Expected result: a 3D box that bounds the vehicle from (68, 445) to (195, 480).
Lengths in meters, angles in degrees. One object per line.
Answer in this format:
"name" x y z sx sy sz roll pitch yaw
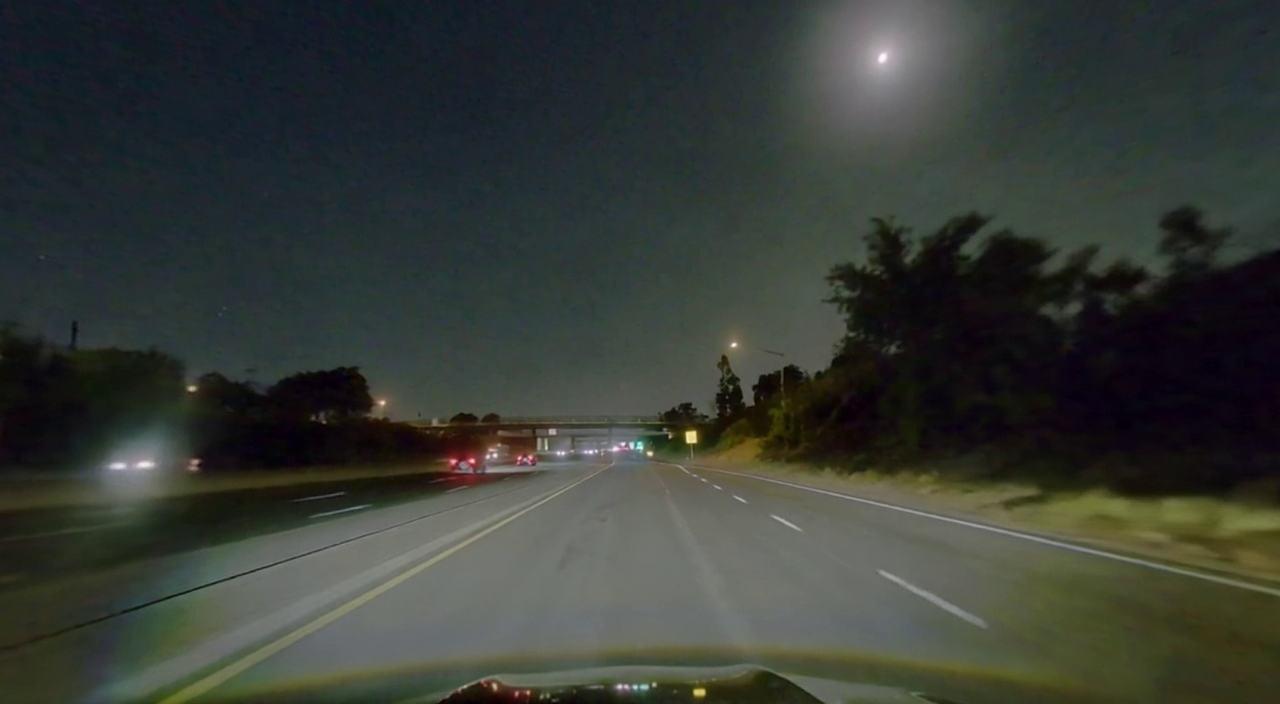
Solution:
"vehicle" -29.852 6.488 37.389 1.912 1.789 6.830 -2 -8 0
